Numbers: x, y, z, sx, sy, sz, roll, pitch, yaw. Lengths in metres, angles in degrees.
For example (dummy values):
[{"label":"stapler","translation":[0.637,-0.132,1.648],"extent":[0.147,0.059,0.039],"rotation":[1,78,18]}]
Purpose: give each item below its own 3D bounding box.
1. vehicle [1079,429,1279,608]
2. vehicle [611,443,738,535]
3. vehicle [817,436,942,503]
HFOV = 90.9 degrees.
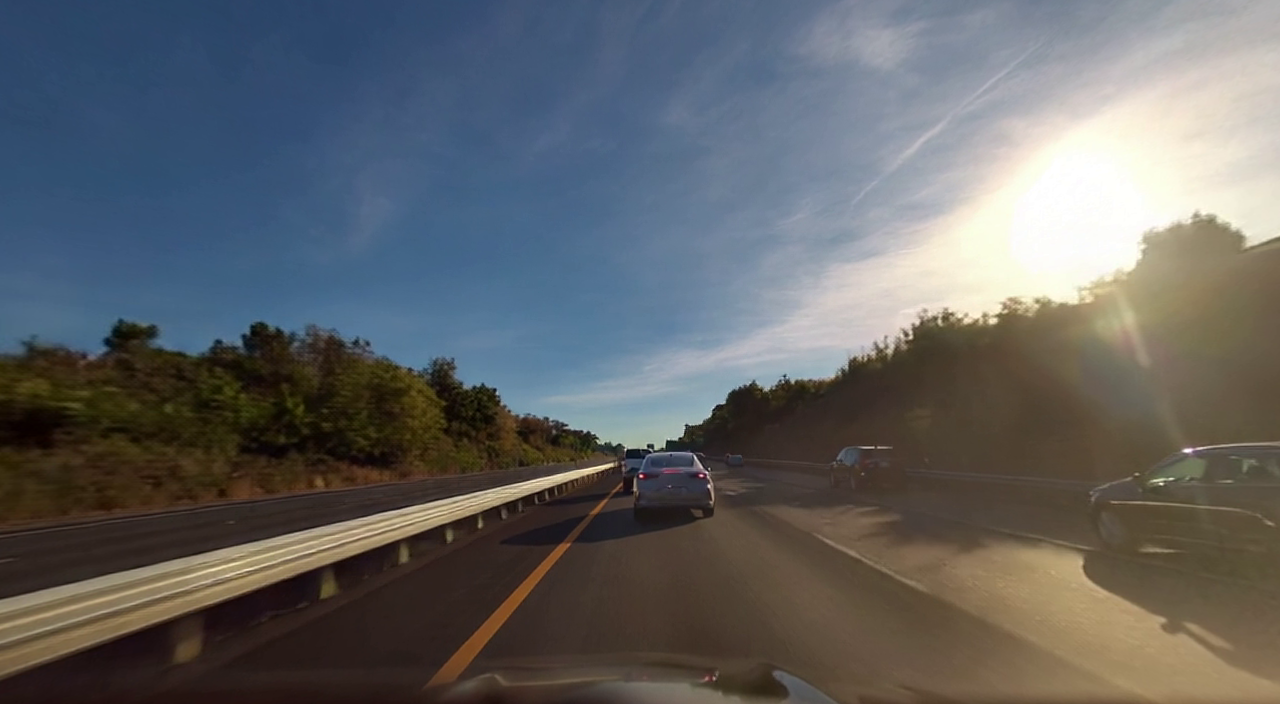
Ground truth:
[{"label":"vehicle","translation":[6.361,1.443,5.594],"extent":[1.965,1.484,4.090],"rotation":[0,-9,0]},{"label":"vehicle","translation":[0.565,2.554,12.308],"extent":[2.076,1.485,3.774],"rotation":[0,-9,0]},{"label":"vehicle","translation":[6.804,3.369,18.469],"extent":[1.980,1.702,4.235],"rotation":[0,-9,0]}]
